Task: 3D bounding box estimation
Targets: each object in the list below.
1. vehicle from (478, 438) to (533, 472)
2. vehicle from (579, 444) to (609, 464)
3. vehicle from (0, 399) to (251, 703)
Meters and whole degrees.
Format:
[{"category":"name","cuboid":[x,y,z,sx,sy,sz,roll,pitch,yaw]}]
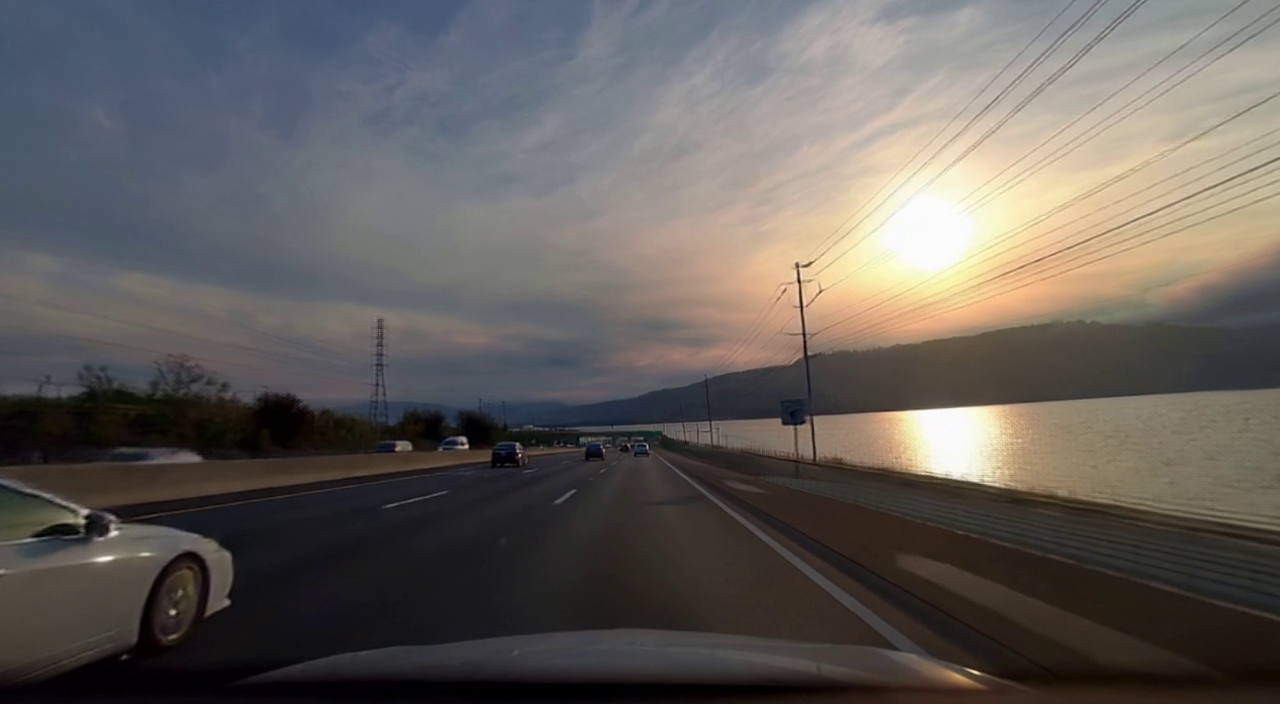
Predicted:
[{"category":"vehicle","cuboid":[-7.459,5.751,35.465,2.050,1.717,4.418,0,-8,1]},{"category":"vehicle","cuboid":[-3.475,7.792,48.377,1.957,1.494,4.207,0,-8,1]},{"category":"vehicle","cuboid":[-3.645,0.858,1.948,2.015,1.501,4.454,0,-8,0]}]
